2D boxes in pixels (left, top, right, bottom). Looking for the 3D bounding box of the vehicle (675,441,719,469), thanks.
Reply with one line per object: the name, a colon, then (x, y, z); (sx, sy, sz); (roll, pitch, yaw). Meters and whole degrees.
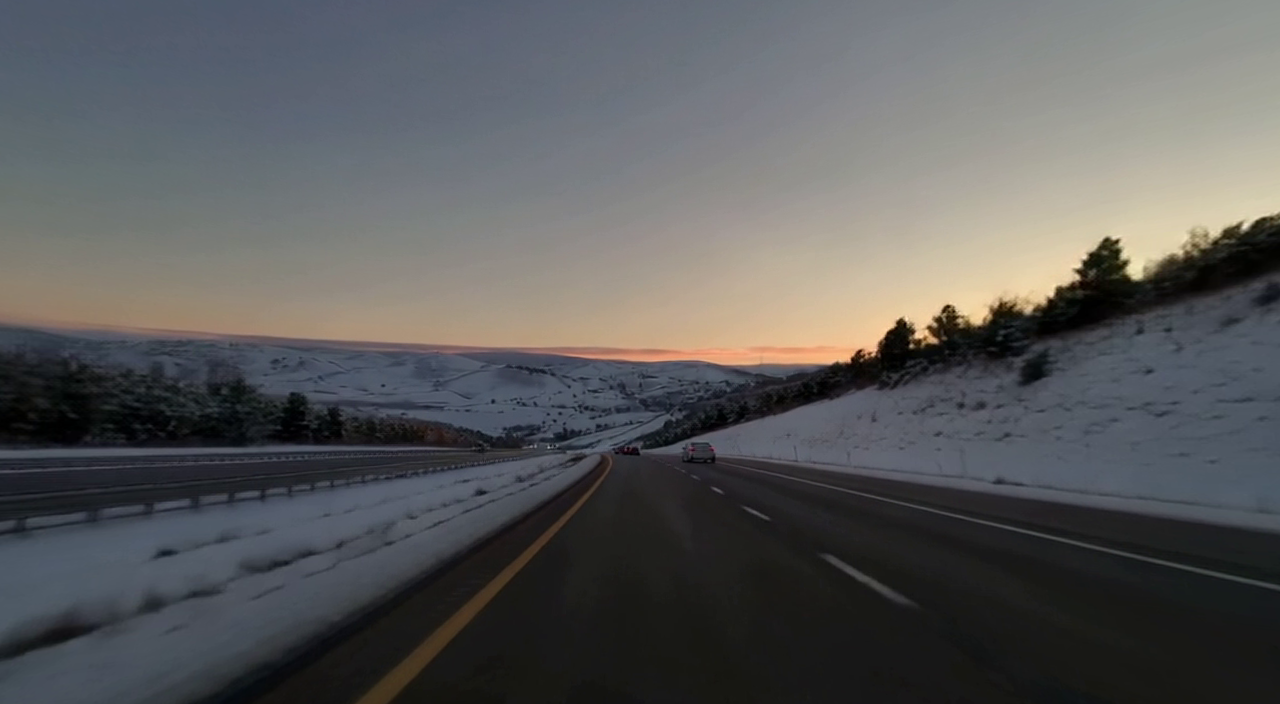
vehicle: (3.341, 6.161, 37.962); (1.960, 1.516, 4.657); (0, -8, -3)
